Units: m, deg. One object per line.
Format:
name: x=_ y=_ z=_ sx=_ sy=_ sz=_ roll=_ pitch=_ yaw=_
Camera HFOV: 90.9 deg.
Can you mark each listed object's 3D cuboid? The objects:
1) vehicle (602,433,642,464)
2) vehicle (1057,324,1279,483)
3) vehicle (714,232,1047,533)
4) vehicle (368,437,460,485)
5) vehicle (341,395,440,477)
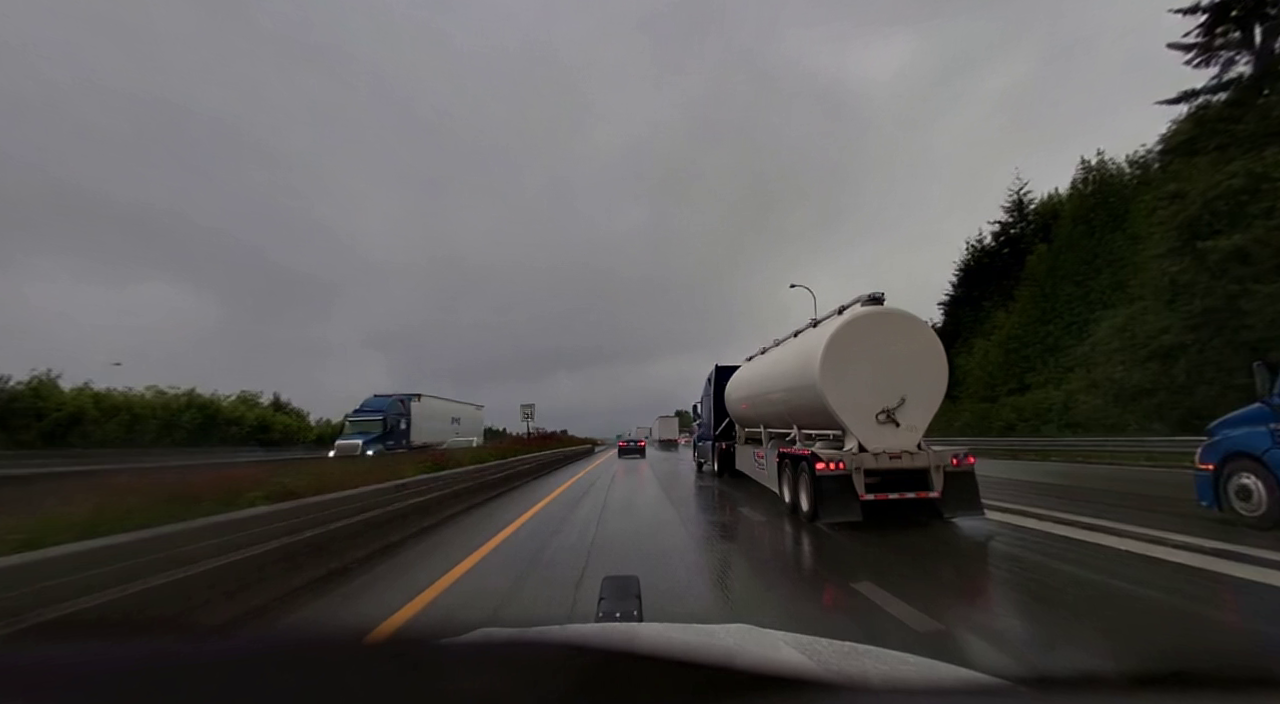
vehicle: x=-0.909 y=5.029 z=32.942 sx=2.000 sy=1.510 sz=3.518 roll=0 pitch=-8 yaw=-1
vehicle: x=17.223 y=1.602 z=18.263 sx=2.722 sy=4.038 sz=8.781 roll=2 pitch=-8 yaw=-14
vehicle: x=3.601 y=0.965 z=12.771 sx=2.826 sy=3.905 sz=9.262 roll=0 pitch=-8 yaw=-2
vehicle: x=-8.831 y=4.255 z=25.094 sx=1.991 sy=1.712 sz=4.495 roll=0 pitch=-8 yaw=-1
vehicle: x=-13.273 y=4.550 z=34.185 sx=3.003 sy=4.019 sz=5.876 roll=0 pitch=-8 yaw=-1
